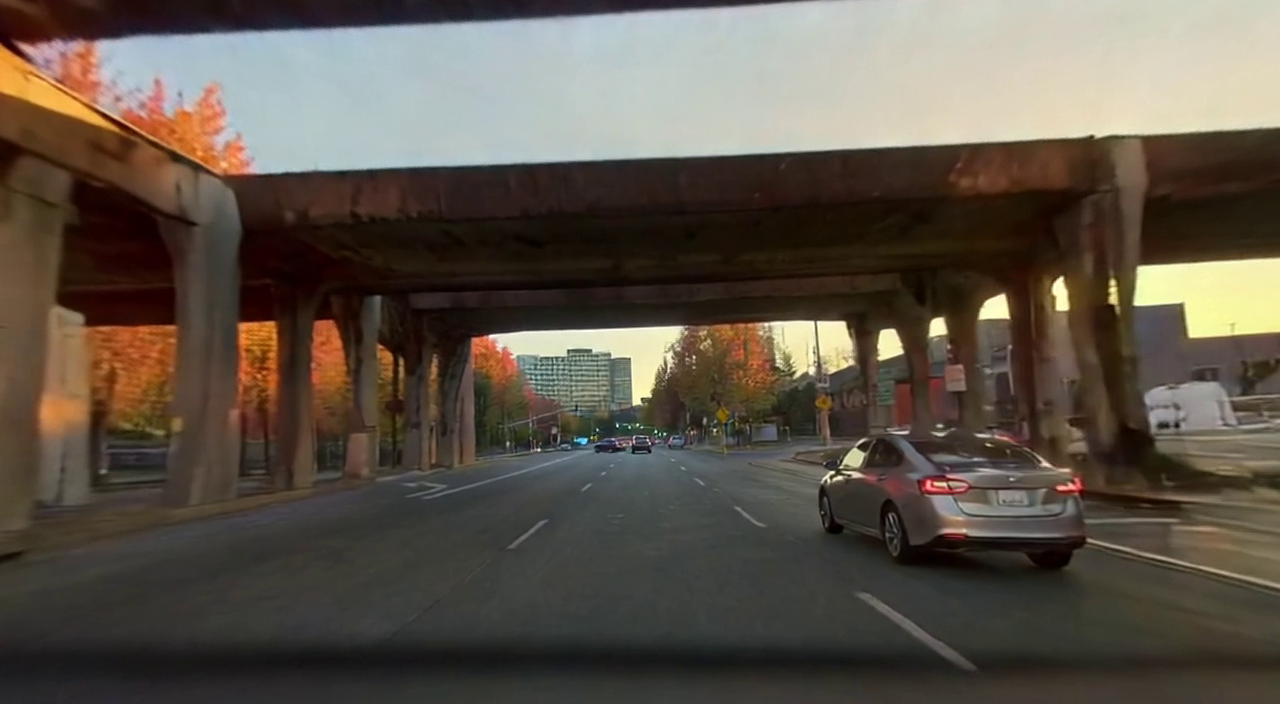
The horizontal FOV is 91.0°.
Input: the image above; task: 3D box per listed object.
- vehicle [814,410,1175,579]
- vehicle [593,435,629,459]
[{"bbox_3d":[3.887,1.648,8.083,2.063,1.542,4.420,0,-9,0],"label":"vehicle"},{"bbox_3d":[-1.969,6.334,41.805,2.055,1.484,4.143,1,-9,-7],"label":"vehicle"}]
